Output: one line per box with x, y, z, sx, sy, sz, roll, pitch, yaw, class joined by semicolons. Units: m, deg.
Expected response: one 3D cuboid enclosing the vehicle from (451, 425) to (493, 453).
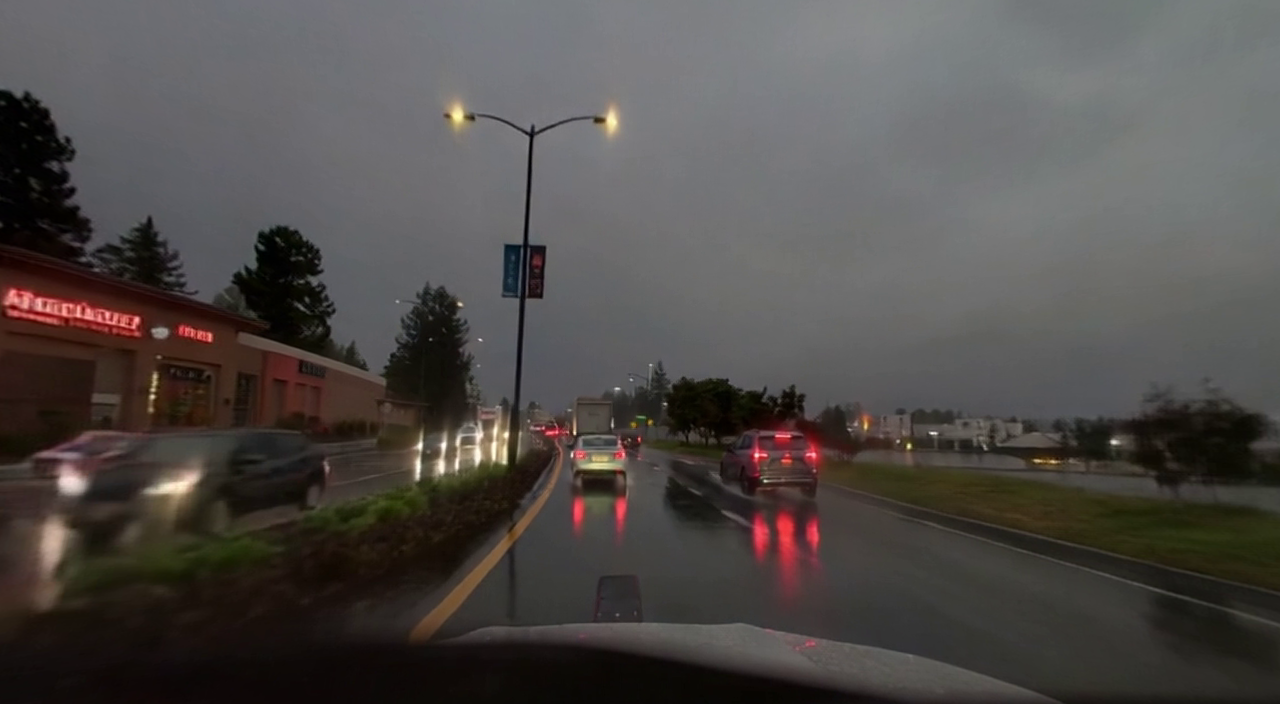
-12.453;6.491;47.003;2.165;1.966;5.251;1;-8;-6;vehicle

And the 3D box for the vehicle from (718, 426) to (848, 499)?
3.181;2.531;14.904;1.889;1.480;3.876;1;-8;-5;vehicle

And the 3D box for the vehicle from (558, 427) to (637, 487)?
-1.268;2.883;17.633;1.991;1.472;3.518;1;-8;-7;vehicle

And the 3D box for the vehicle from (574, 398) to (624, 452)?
-3.001;5.201;44.404;2.917;3.482;6.946;1;-8;-8;vehicle

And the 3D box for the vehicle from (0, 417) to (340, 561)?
-6.418;1.756;8.996;1.984;1.486;4.708;0;-8;-1;vehicle

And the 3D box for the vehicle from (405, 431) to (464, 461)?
-10.928;5.032;33.795;1.993;1.482;4.420;1;-8;-5;vehicle
